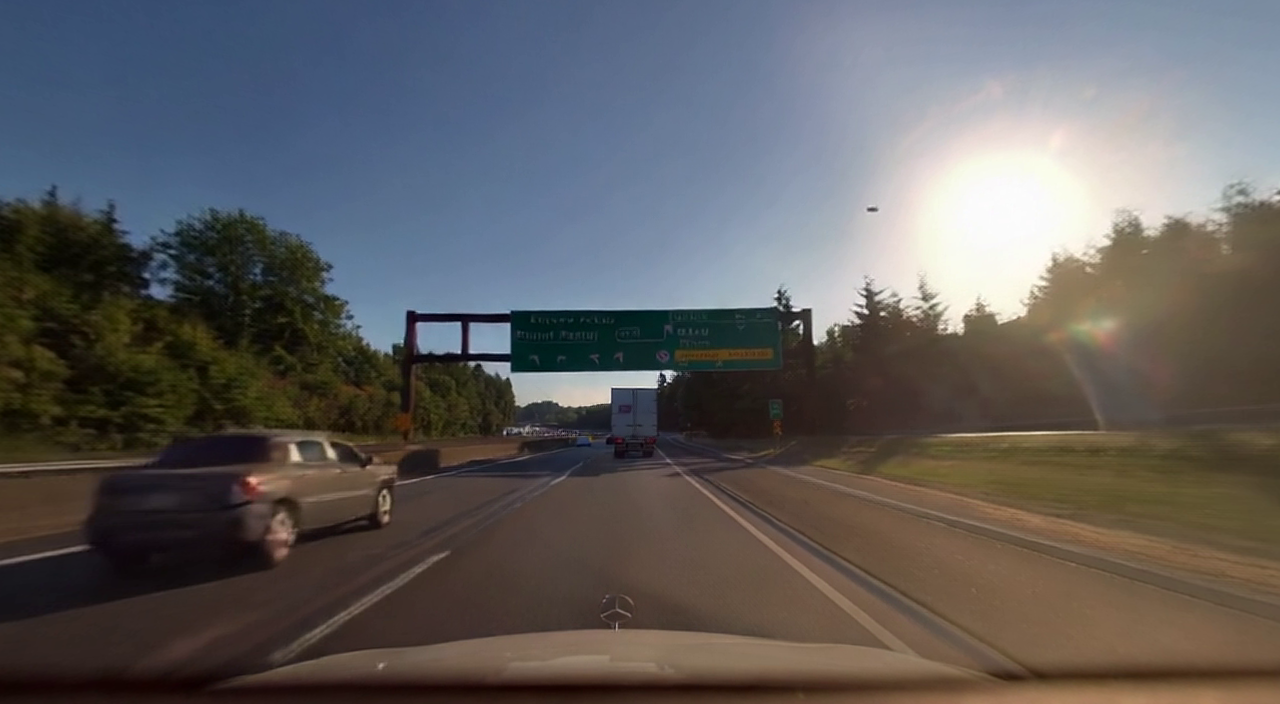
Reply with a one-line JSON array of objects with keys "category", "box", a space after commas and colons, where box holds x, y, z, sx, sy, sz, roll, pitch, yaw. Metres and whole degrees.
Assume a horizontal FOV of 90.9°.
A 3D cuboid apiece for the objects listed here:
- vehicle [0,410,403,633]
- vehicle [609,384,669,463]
[{"category": "vehicle", "box": [-4.119, 1.415, 6.317, 1.931, 1.479, 4.083, 0, -8, -1]}, {"category": "vehicle", "box": [-0.143, 3.981, 34.257, 2.855, 3.741, 8.587, 0, -8, -1]}]
